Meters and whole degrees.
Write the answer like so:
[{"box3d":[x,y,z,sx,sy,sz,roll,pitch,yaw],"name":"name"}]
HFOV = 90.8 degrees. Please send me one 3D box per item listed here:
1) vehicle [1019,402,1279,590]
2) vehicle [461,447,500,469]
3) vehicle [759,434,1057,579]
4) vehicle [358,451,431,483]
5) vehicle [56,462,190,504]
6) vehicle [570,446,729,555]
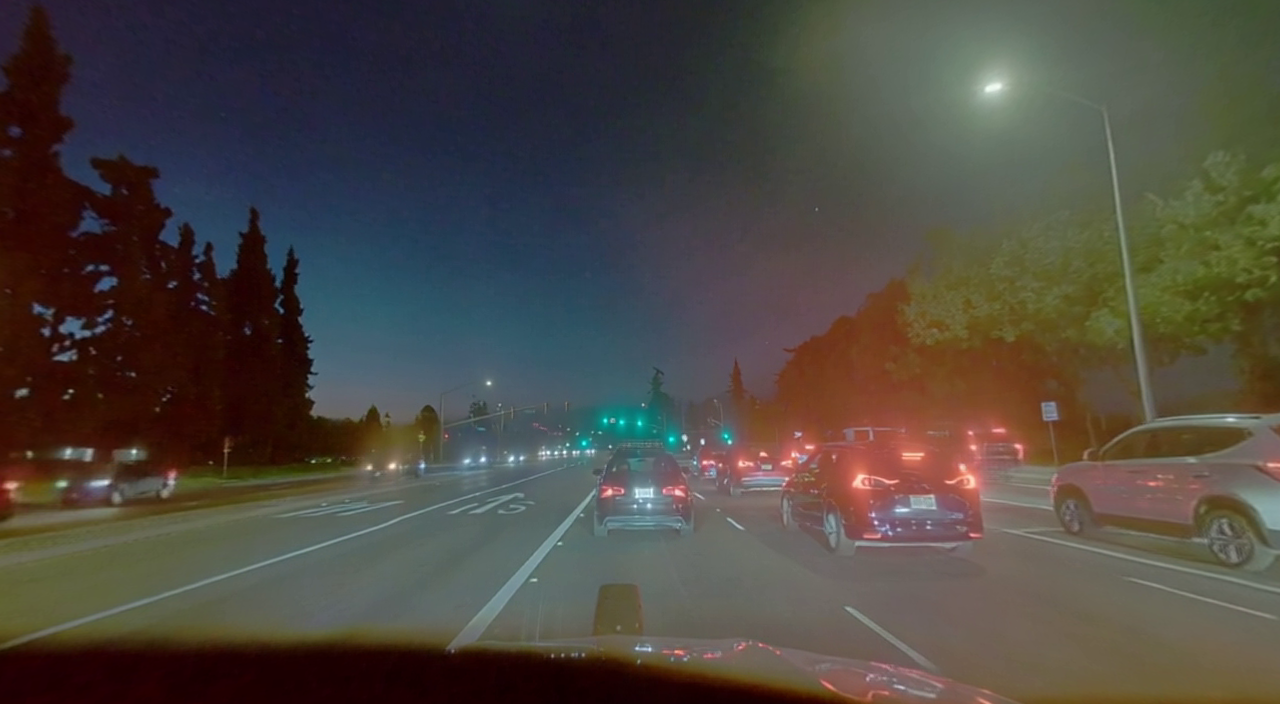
[{"box3d":[6.921,1.594,7.561,1.987,1.730,4.373,0,-9,-1],"name":"vehicle"},{"box3d":[-12.506,8.327,49.802,1.963,1.649,4.290,0,-9,0],"name":"vehicle"},{"box3d":[3.190,1.945,8.942,1.970,1.445,4.974,0,-9,-1],"name":"vehicle"},{"box3d":[-12.358,5.813,32.160,1.943,1.467,4.442,0,-9,0],"name":"vehicle"},{"box3d":[-21.521,5.440,26.602,1.815,1.449,4.616,0,-9,-1],"name":"vehicle"},{"box3d":[0.093,2.178,10.009,1.990,1.347,4.067,0,-9,-1],"name":"vehicle"}]
